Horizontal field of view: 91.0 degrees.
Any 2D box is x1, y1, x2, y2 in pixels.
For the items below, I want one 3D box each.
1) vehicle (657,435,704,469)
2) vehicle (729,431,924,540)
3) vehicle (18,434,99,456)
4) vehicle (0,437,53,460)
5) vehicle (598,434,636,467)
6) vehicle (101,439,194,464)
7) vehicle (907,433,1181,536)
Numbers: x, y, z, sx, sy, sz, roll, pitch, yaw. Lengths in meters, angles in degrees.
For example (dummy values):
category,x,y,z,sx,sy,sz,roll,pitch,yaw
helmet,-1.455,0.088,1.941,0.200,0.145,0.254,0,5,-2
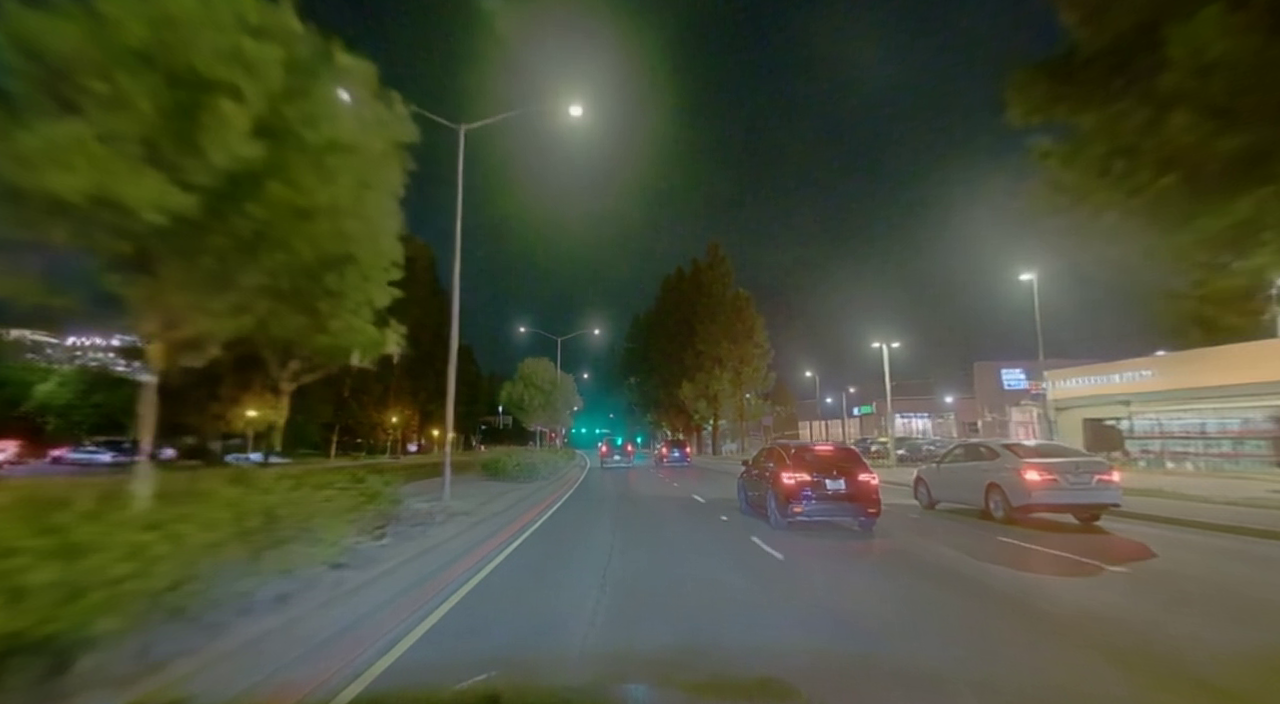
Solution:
category,x,y,z,sx,sy,sz,roll,pitch,yaw
vehicle,2.172,5.523,35.053,2.000,1.745,4.206,1,-8,-5
vehicle,2.851,2.131,10.751,1.883,1.452,4.258,0,-8,-2
vehicle,-44.805,7.191,48.541,4.087,1.669,1.869,1,-8,-8
vehicle,-44.087,6.709,43.840,4.194,1.492,2.033,0,-8,-3
vehicle,-1.411,5.812,37.308,2.051,1.798,4.168,1,-8,-4
vehicle,-30.819,6.204,39.489,4.040,1.501,2.088,1,-8,-4
vehicle,6.758,2.220,11.248,1.917,1.457,4.274,0,-8,-2
